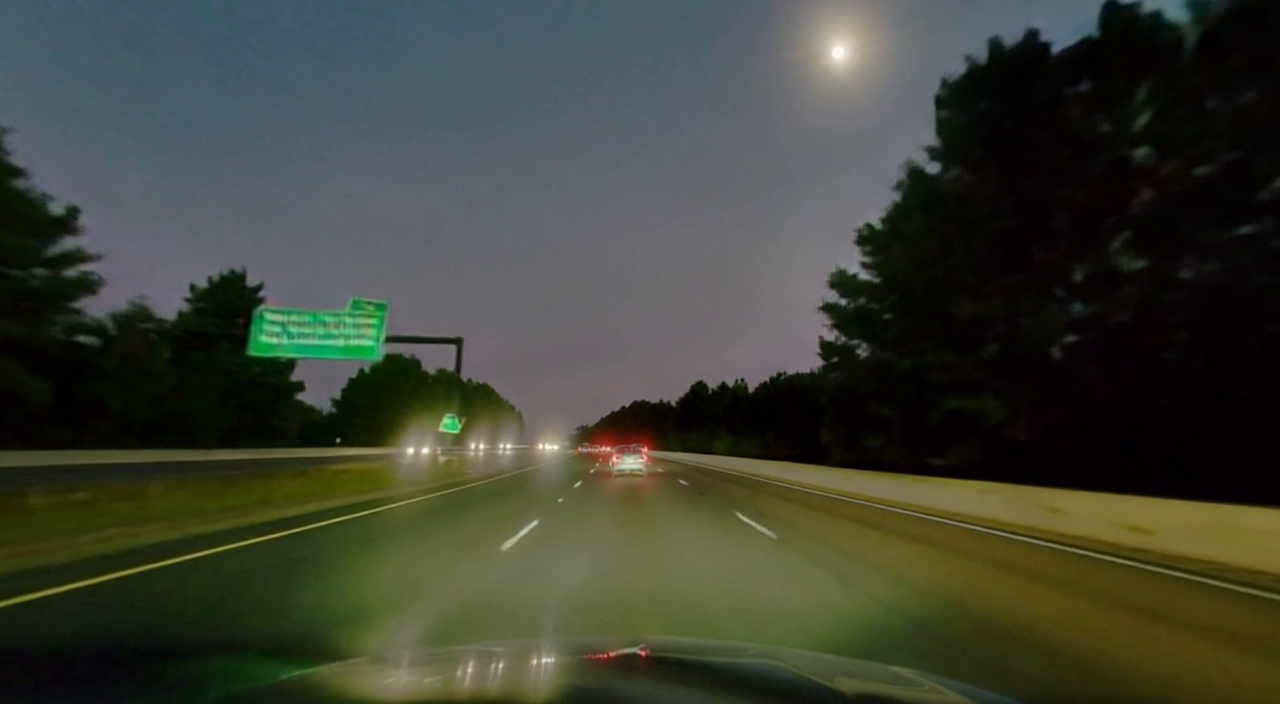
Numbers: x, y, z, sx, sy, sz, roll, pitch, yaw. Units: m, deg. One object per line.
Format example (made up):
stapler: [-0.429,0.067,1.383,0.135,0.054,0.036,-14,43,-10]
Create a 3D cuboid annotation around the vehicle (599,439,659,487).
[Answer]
vehicle: [-0.439,3.992,22.973,2.011,1.590,3.607,0,-9,-3]
